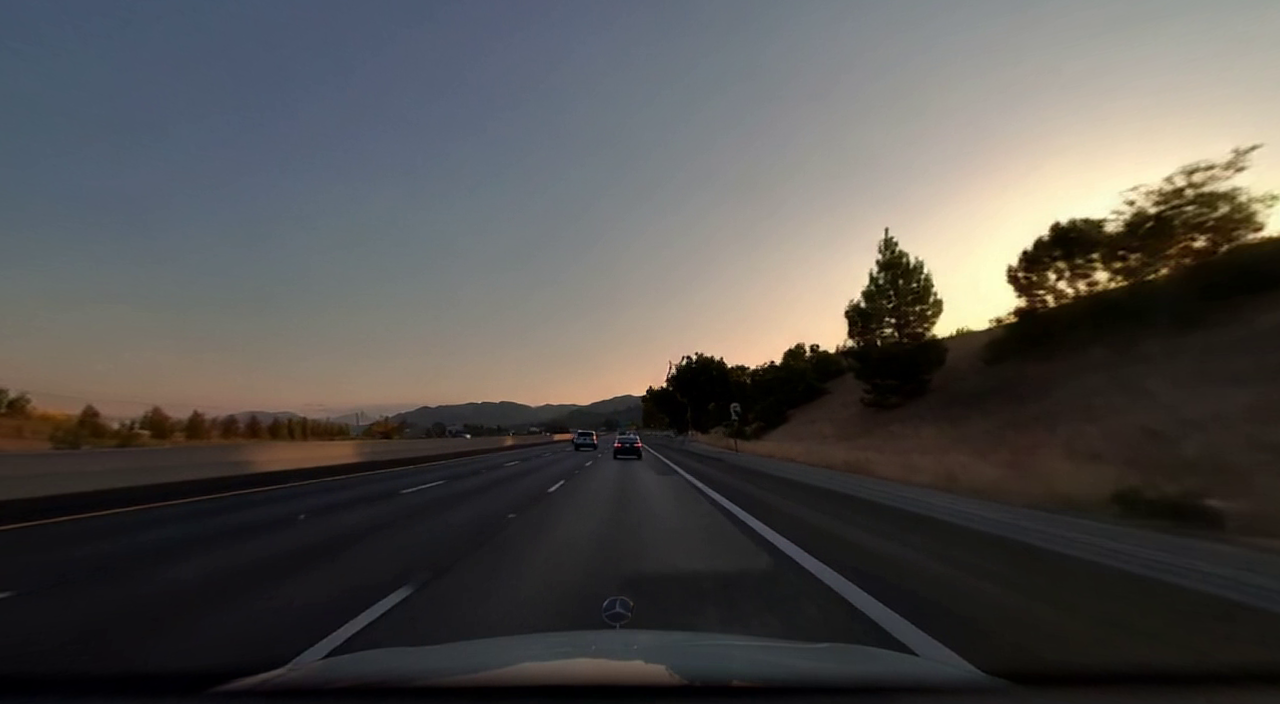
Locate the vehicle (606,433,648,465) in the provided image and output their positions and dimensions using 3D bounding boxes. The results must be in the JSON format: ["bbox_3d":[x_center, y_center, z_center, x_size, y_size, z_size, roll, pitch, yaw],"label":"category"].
[{"bbox_3d":[-0.660,4.786,31.383,1.948,1.470,3.913,0,-8,-2],"label":"vehicle"}]

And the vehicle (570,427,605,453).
[{"bbox_3d":[-4.085,6.950,49.560,2.251,1.938,4.708,0,-8,1],"label":"vehicle"}]
